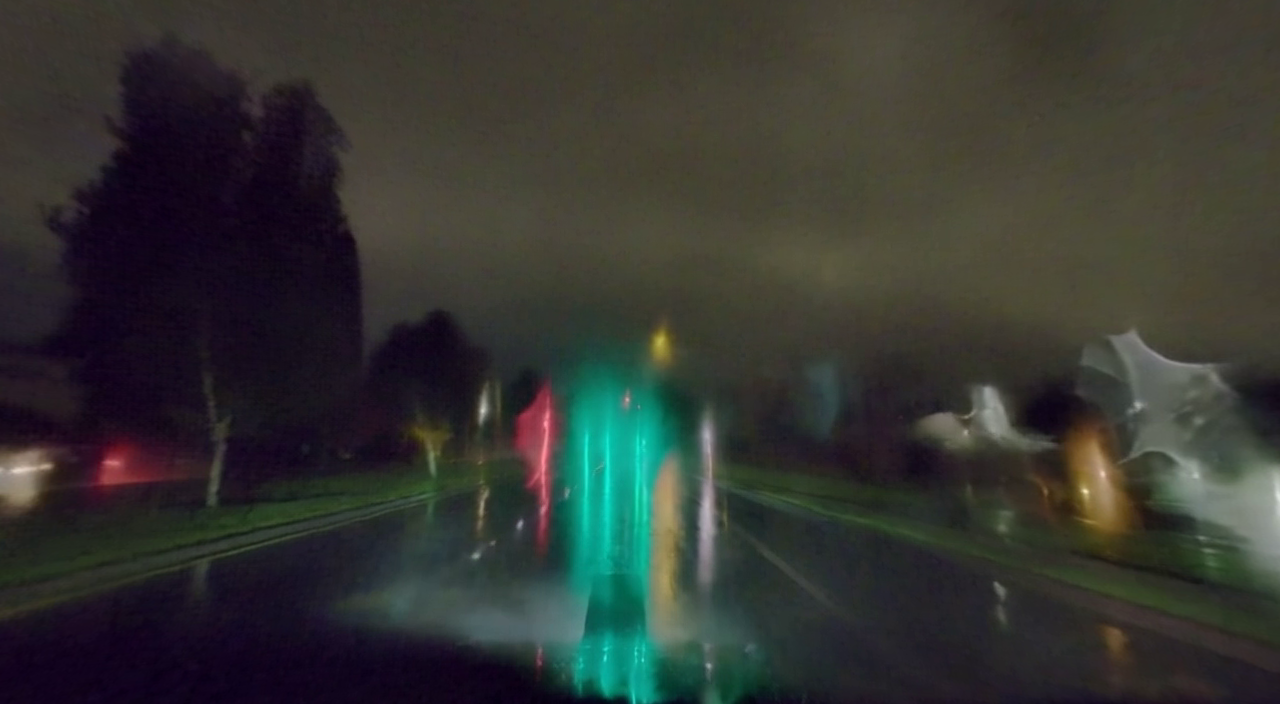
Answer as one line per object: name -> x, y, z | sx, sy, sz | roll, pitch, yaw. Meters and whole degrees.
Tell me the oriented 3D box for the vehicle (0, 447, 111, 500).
vehicle -> -22.019, 4.348, 23.018 | 1.891, 1.718, 4.251 | 0, -8, -3
